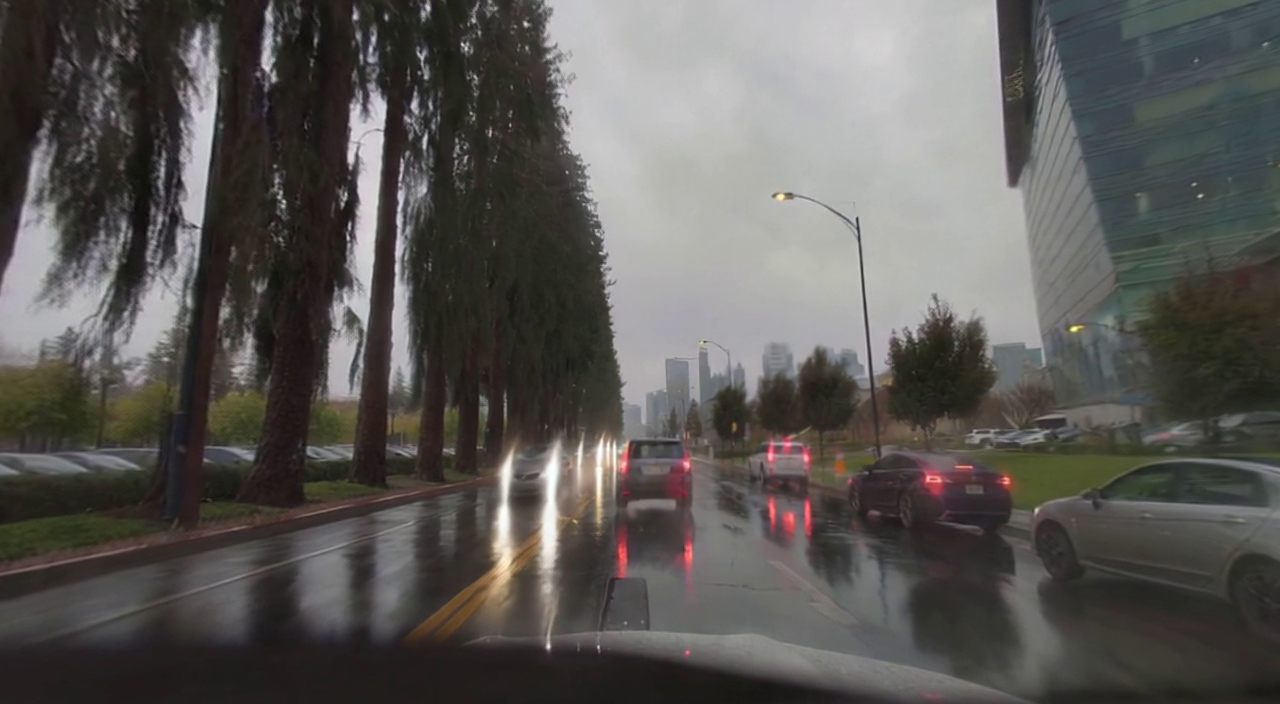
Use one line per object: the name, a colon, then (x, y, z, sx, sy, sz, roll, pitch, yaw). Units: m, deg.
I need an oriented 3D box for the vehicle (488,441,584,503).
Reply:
vehicle: (-2.779, 3.315, 17.854, 1.979, 1.534, 4.076, 0, -9, 1)

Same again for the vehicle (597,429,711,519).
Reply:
vehicle: (0.293, 2.564, 13.686, 2.105, 1.653, 3.887, 0, -9, 1)

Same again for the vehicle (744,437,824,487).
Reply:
vehicle: (5.664, 4.388, 25.405, 2.059, 1.813, 4.637, 0, -9, -1)

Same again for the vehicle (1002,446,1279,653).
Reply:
vehicle: (5.532, 1.591, 5.646, 1.809, 1.478, 4.623, 0, -9, 0)

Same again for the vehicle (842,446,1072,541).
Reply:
vehicle: (5.678, 2.552, 12.193, 1.852, 1.452, 4.852, 0, -9, -1)
